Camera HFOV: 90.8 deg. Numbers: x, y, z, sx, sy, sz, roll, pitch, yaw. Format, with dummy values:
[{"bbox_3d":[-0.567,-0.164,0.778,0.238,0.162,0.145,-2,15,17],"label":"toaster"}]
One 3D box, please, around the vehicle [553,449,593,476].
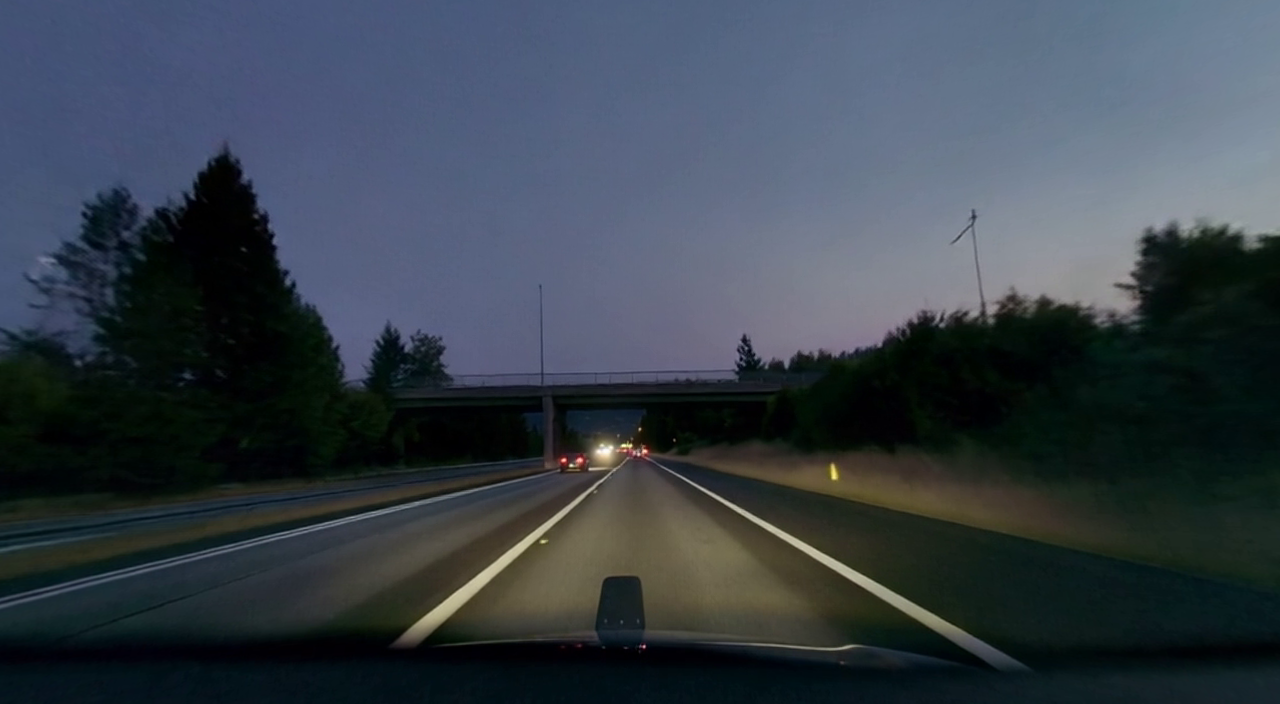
[{"bbox_3d":[-4.262,7.053,40.595,2.076,1.637,4.526,0,-9,0],"label":"vehicle"}]
